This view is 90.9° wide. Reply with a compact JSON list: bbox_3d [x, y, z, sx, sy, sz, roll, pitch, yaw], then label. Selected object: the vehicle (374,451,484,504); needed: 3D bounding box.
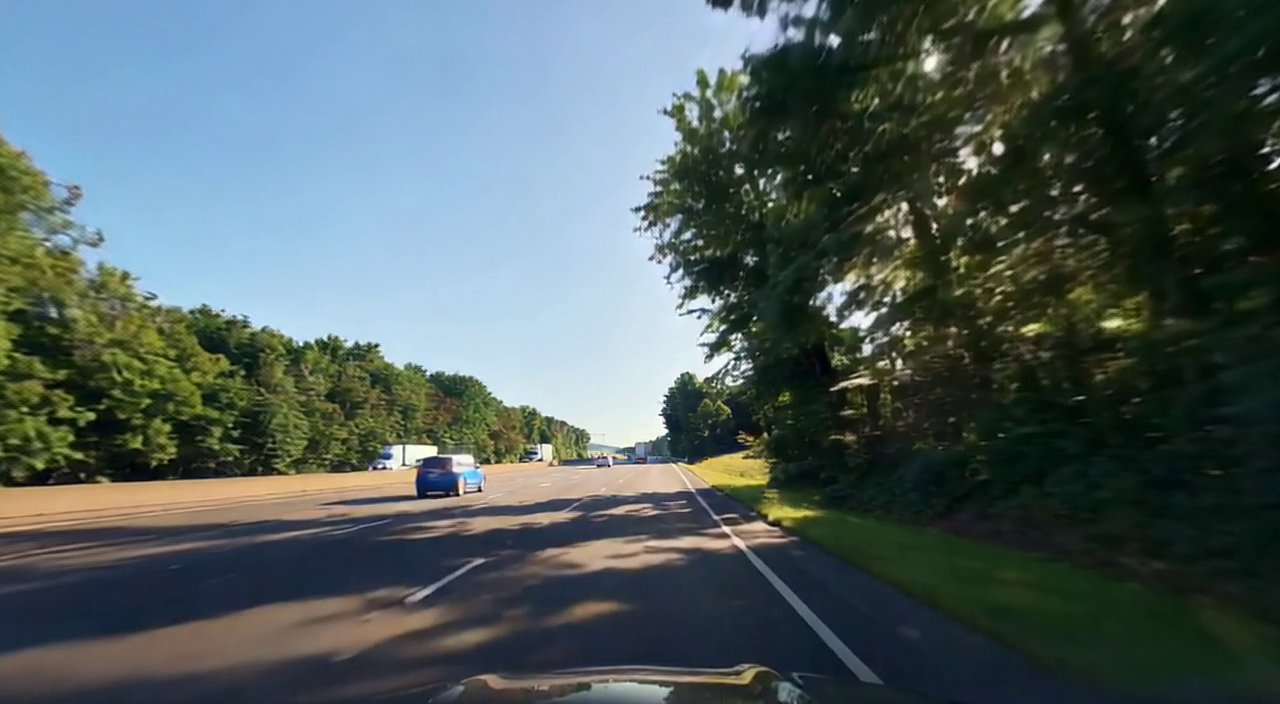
[{"bbox_3d":[-6.954,4.154,21.322,1.996,1.579,4.439,0,-9,2],"label":"vehicle"}]
